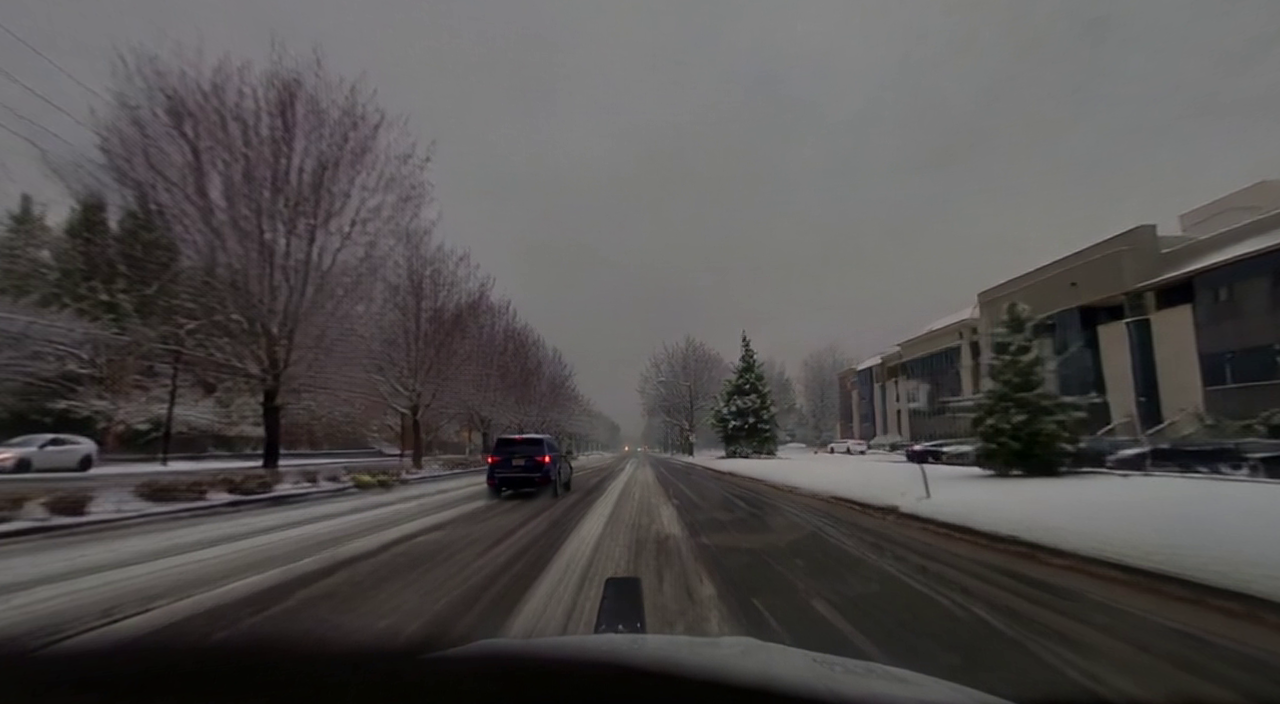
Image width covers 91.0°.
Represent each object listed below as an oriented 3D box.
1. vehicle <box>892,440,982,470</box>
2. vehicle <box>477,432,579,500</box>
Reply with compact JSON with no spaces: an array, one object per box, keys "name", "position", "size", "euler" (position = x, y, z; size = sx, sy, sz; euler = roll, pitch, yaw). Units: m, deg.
[{"name":"vehicle","position":[18.102,6.305,38.540],"size":[4.475,1.668,1.983],"euler":[-1,-8,-3]},{"name":"vehicle","position":[-3.201,3.379,19.090],"size":[2.112,1.779,4.489],"euler":[0,-9,2]}]
